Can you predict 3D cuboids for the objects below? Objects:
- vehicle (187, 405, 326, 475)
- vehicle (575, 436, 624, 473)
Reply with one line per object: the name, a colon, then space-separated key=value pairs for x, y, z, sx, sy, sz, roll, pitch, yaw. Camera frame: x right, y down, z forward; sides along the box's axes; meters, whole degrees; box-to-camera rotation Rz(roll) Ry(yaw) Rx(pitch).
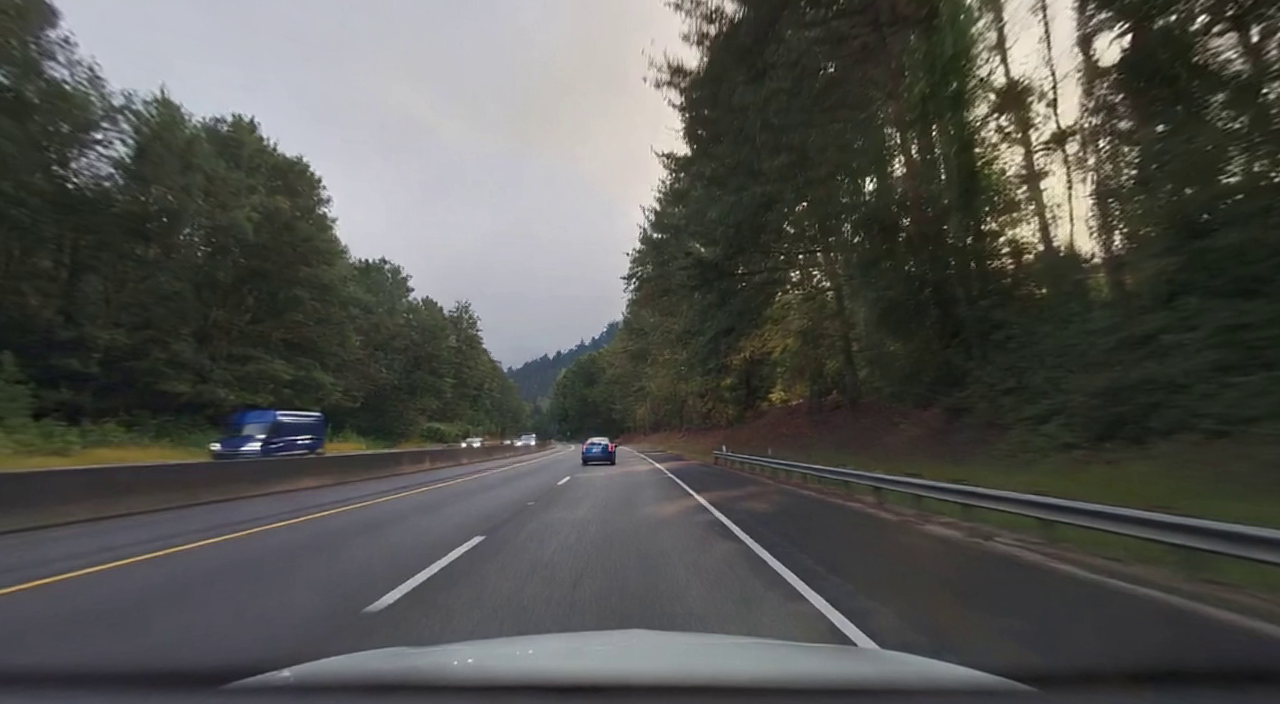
vehicle: x=-15.670 y=3.655 z=26.228 sx=2.406 sy=2.571 sz=5.511 roll=0 pitch=-8 yaw=-2
vehicle: x=-1.753 y=4.563 z=28.325 sx=2.004 sy=1.515 sz=3.968 roll=0 pitch=-8 yaw=-1
